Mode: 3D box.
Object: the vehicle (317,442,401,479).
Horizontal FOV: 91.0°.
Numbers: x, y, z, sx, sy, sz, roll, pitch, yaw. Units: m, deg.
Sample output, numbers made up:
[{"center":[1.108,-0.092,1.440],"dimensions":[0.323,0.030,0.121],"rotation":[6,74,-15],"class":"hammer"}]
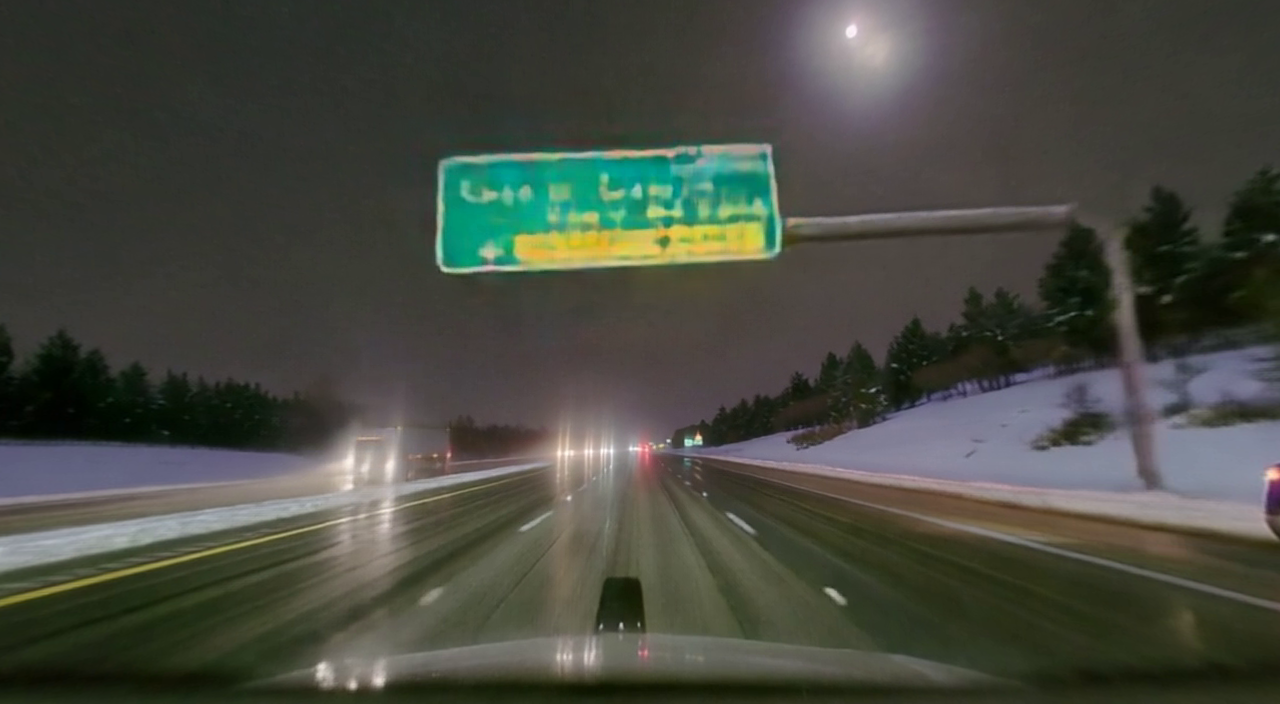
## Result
[{"center":[-17.045,6.593,38.675],"dimensions":[2.300,2.045,5.945],"rotation":[0,-9,1],"class":"vehicle"}]
